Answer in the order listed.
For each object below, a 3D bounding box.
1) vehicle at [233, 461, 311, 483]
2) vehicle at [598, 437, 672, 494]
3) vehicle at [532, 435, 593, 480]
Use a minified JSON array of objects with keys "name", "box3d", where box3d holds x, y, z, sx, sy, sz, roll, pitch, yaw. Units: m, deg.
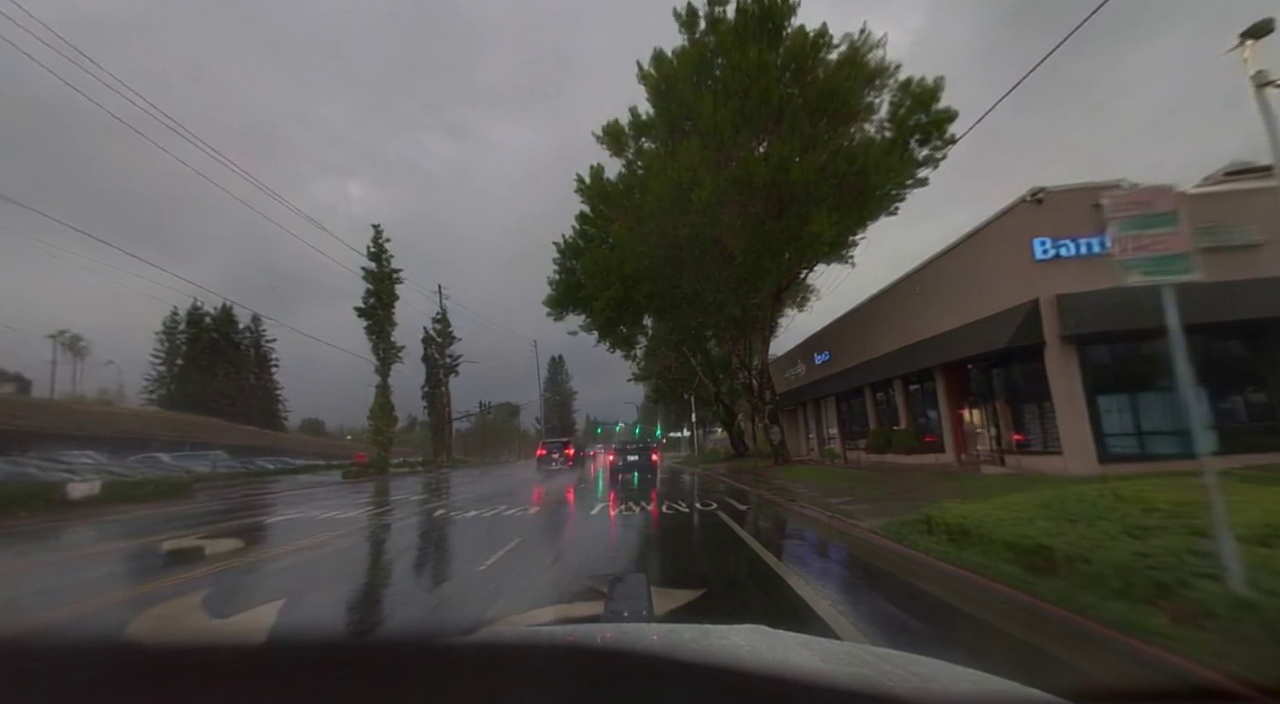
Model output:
[{"name":"vehicle","box3d":[-26.357,8.584,45.190,4.553,1.479,1.768,-1,-8,7]},{"name":"vehicle","box3d":[-0.130,3.561,20.168,2.108,1.612,4.246,0,-8,0]},{"name":"vehicle","box3d":[-3.490,4.861,29.341,2.064,1.859,5.154,0,-8,1]}]
